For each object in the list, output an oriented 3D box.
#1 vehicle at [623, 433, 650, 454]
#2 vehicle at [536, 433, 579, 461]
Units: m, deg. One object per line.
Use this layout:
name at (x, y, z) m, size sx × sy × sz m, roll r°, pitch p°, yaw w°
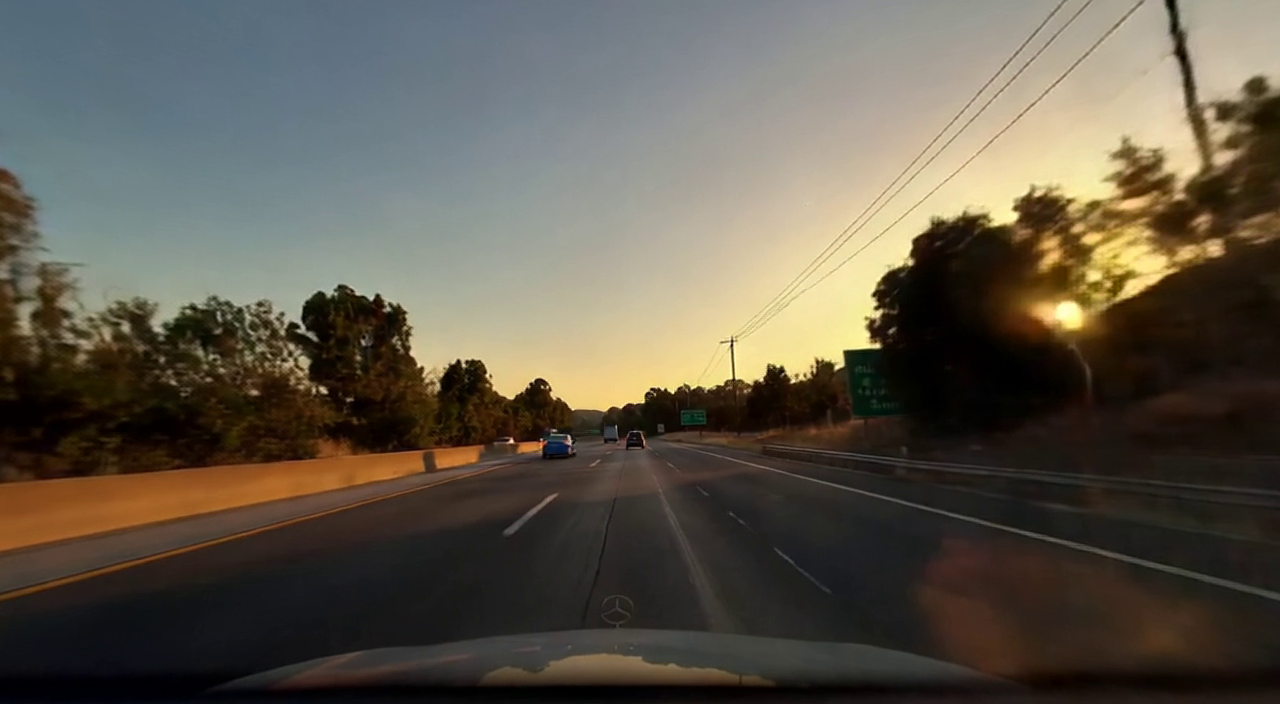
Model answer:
vehicle at (-0.272, 6.730, 46.375) m, size 1.890 × 1.472 × 3.716 m, roll 0°, pitch -8°, yaw -1°
vehicle at (-4.683, 5.441, 36.365) m, size 1.911 × 1.477 × 3.807 m, roll 0°, pitch -8°, yaw 0°
